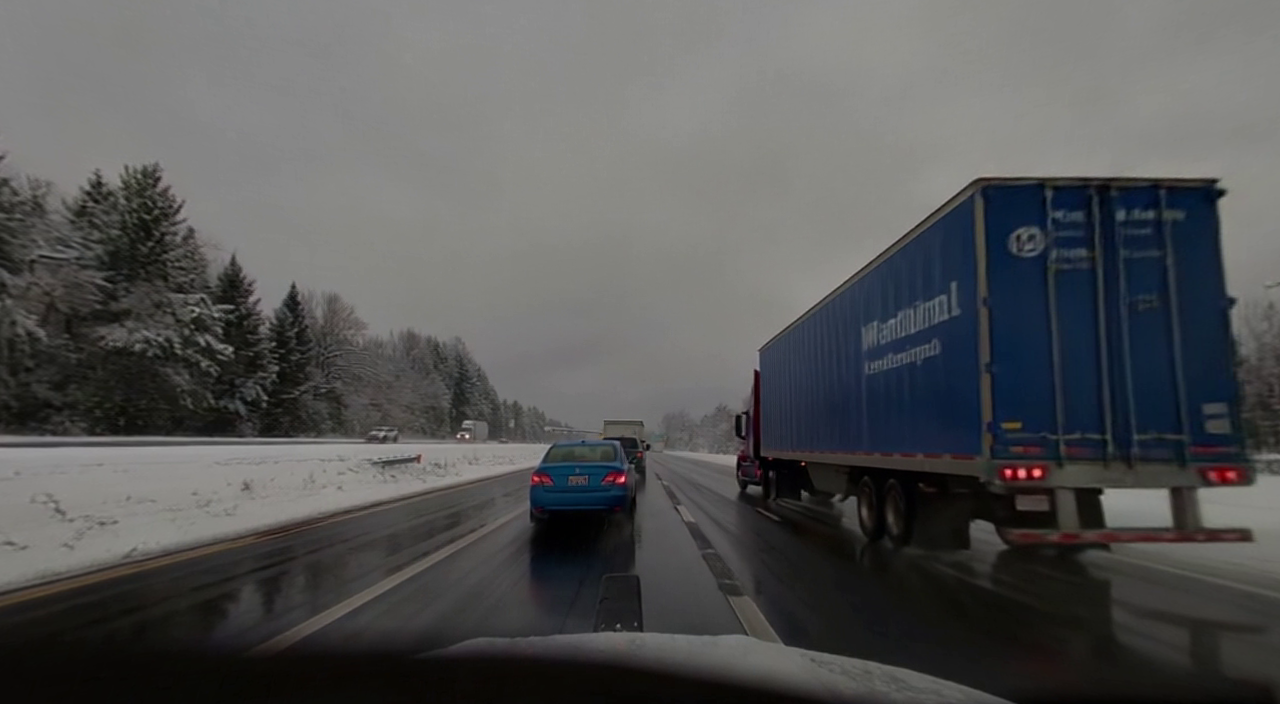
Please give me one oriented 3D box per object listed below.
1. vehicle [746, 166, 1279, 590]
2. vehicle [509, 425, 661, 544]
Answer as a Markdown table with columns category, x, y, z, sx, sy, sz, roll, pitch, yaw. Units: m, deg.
| category | x | y | z | sx | sy | sz | roll | pitch | yaw |
| --- | --- | --- | --- | --- | --- | --- | --- | --- | --- |
| vehicle | 4.856 | 1.213 | 12.925 | 2.825 | 4.043 | 14.051 | 0 | -9 | 0 |
| vehicle | -0.741 | 2.076 | 10.396 | 2.038 | 1.582 | 3.729 | 0 | -9 | 0 |
